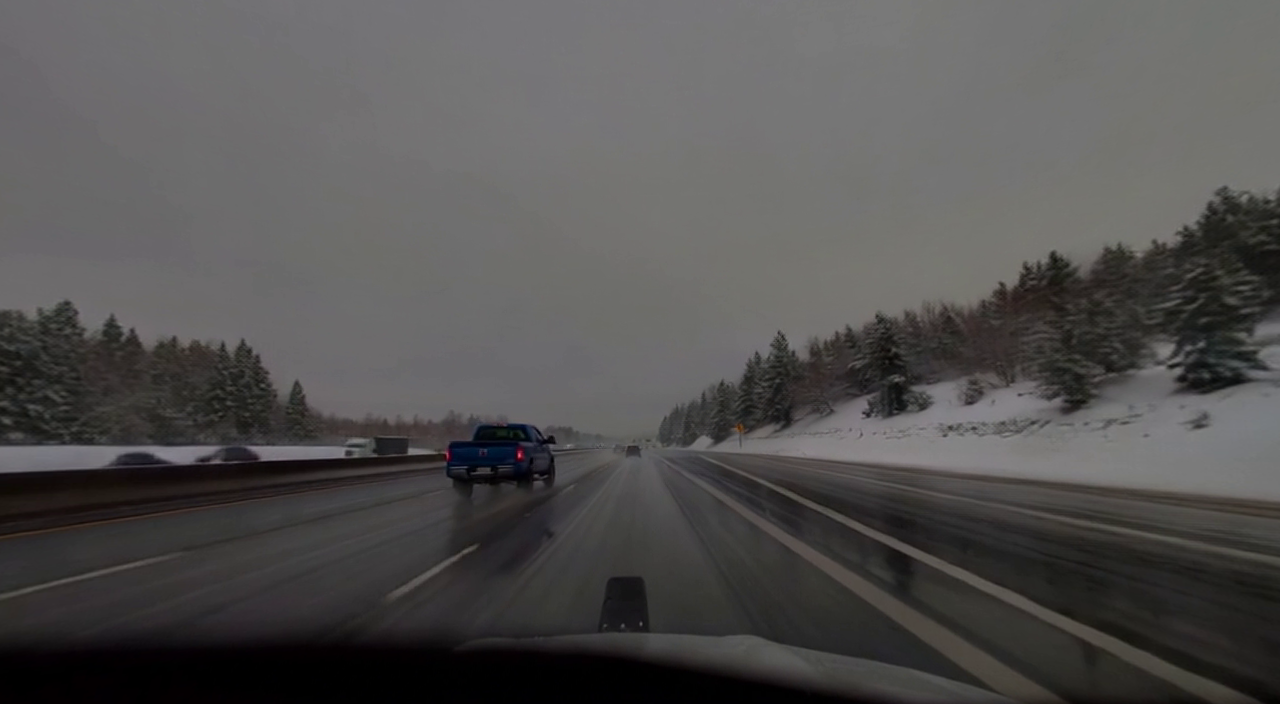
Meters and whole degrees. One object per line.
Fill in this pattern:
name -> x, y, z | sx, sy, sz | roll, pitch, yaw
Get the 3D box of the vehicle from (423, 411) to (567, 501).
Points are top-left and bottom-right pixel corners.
vehicle -> -3.748, 2.881, 17.871 | 2.601, 2.084, 6.068 | 0, -8, 1

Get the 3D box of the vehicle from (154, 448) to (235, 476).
vehicle -> -29.561, 7.287, 42.077 | 1.954, 1.704, 4.656 | 0, -8, 0

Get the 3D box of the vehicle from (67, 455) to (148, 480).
vehicle -> -39.692, 8.586, 47.140 | 2.012, 1.686, 4.608 | 0, -8, -1
